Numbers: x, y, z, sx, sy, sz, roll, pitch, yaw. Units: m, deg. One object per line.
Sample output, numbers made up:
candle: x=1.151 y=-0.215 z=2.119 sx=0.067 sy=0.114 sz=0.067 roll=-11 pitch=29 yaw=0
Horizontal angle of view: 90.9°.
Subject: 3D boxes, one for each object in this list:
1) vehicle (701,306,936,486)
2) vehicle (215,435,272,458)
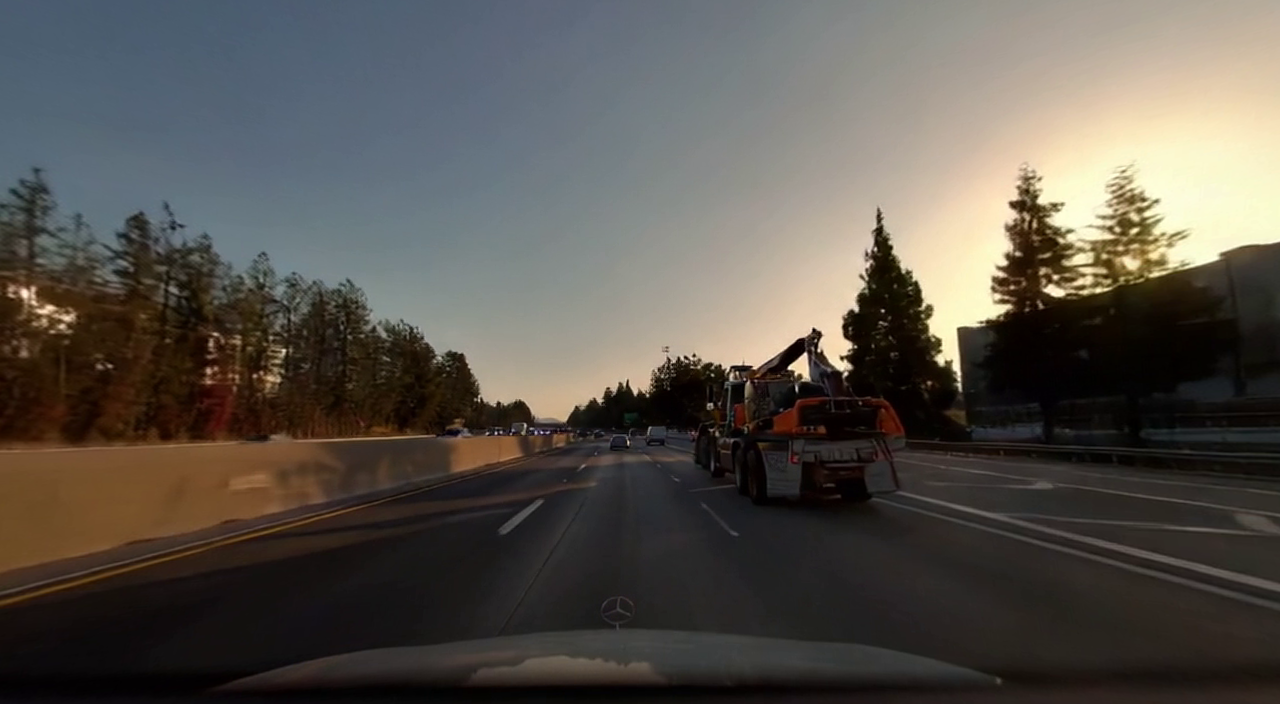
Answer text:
vehicle: x=3.553 y=1.294 z=15.203 sx=2.833 sy=3.180 sz=8.004 roll=1 pitch=-8 yaw=-4
vehicle: x=-26.592 y=6.336 z=42.386 sx=1.708 sy=1.442 sz=3.465 roll=1 pitch=-8 yaw=-3
